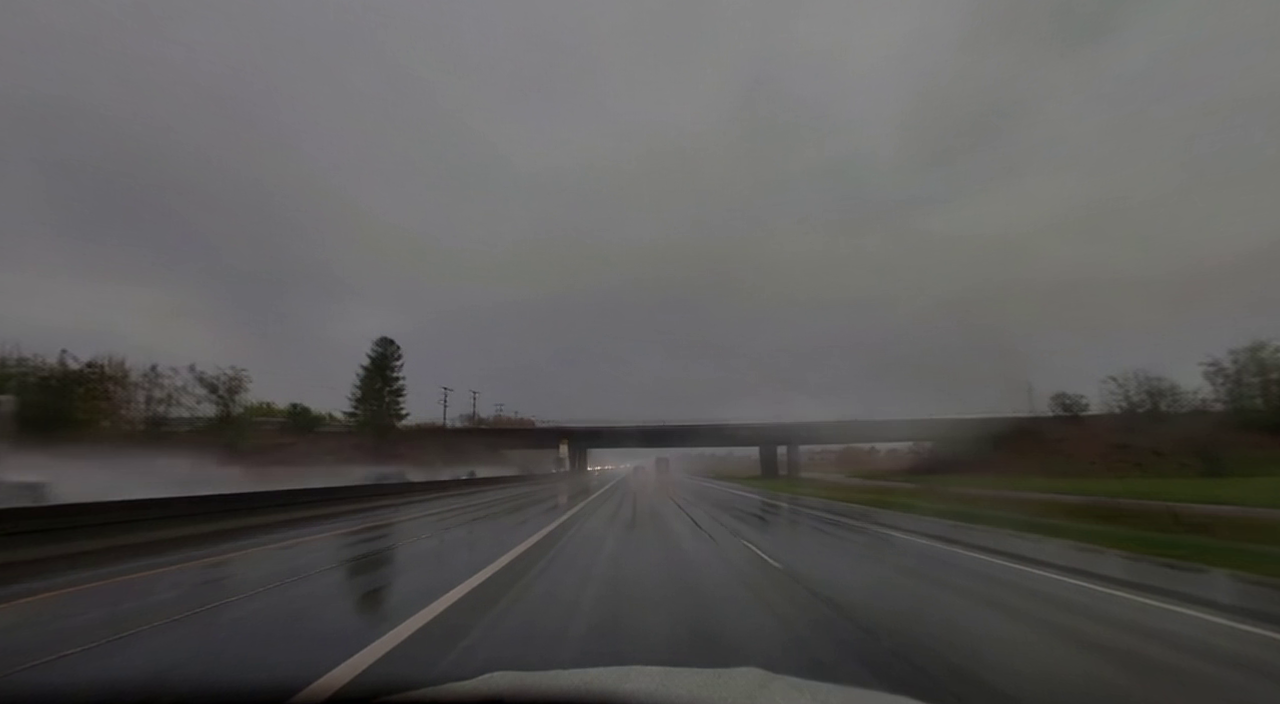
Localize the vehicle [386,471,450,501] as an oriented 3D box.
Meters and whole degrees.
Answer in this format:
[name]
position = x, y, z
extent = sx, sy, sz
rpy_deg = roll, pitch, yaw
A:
[vehicle]
position = -12.186, 7.366, 34.858
extent = 1.847, 1.464, 4.491
rpy_deg = 1, -10, 1
